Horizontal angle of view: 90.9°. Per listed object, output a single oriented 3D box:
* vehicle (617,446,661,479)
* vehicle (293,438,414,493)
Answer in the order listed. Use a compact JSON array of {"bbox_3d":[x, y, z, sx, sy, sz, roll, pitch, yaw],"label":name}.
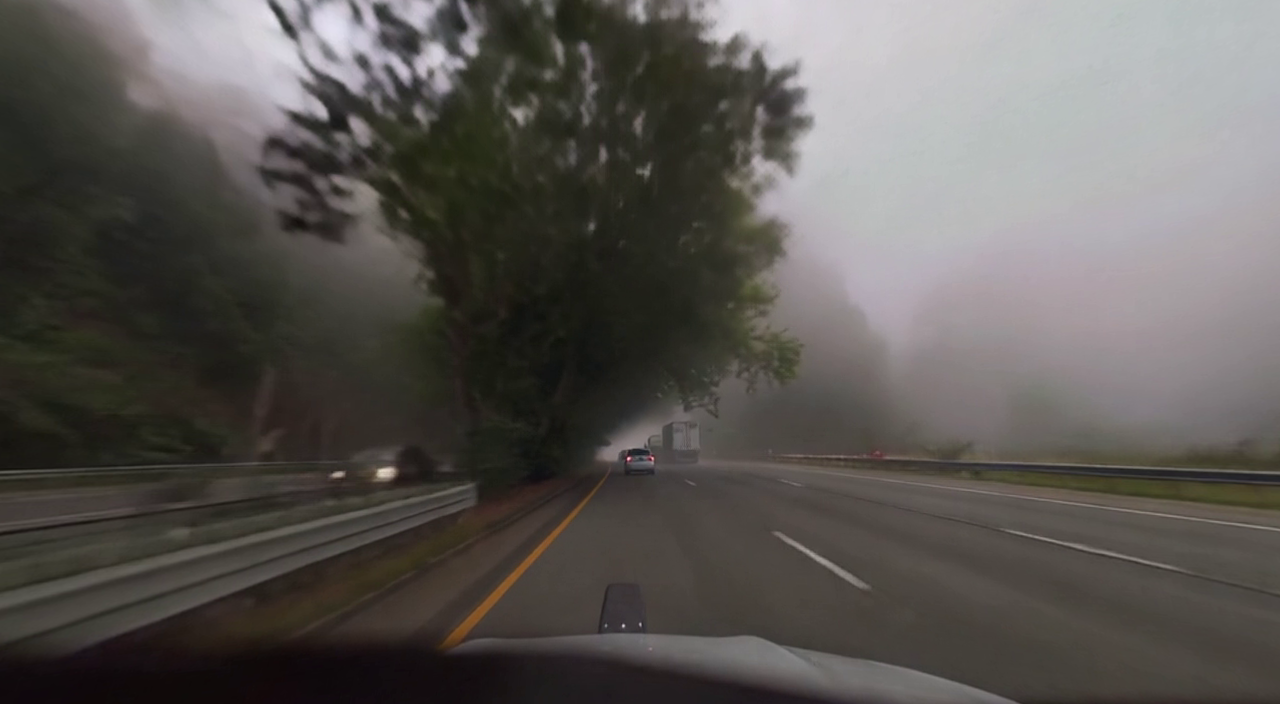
[{"bbox_3d":[-0.054,5.481,31.542,2.069,1.523,4.012,0,-9,-1],"label":"vehicle"},{"bbox_3d":[-8.486,3.368,19.071,1.783,1.469,3.969,0,-9,0],"label":"vehicle"}]
